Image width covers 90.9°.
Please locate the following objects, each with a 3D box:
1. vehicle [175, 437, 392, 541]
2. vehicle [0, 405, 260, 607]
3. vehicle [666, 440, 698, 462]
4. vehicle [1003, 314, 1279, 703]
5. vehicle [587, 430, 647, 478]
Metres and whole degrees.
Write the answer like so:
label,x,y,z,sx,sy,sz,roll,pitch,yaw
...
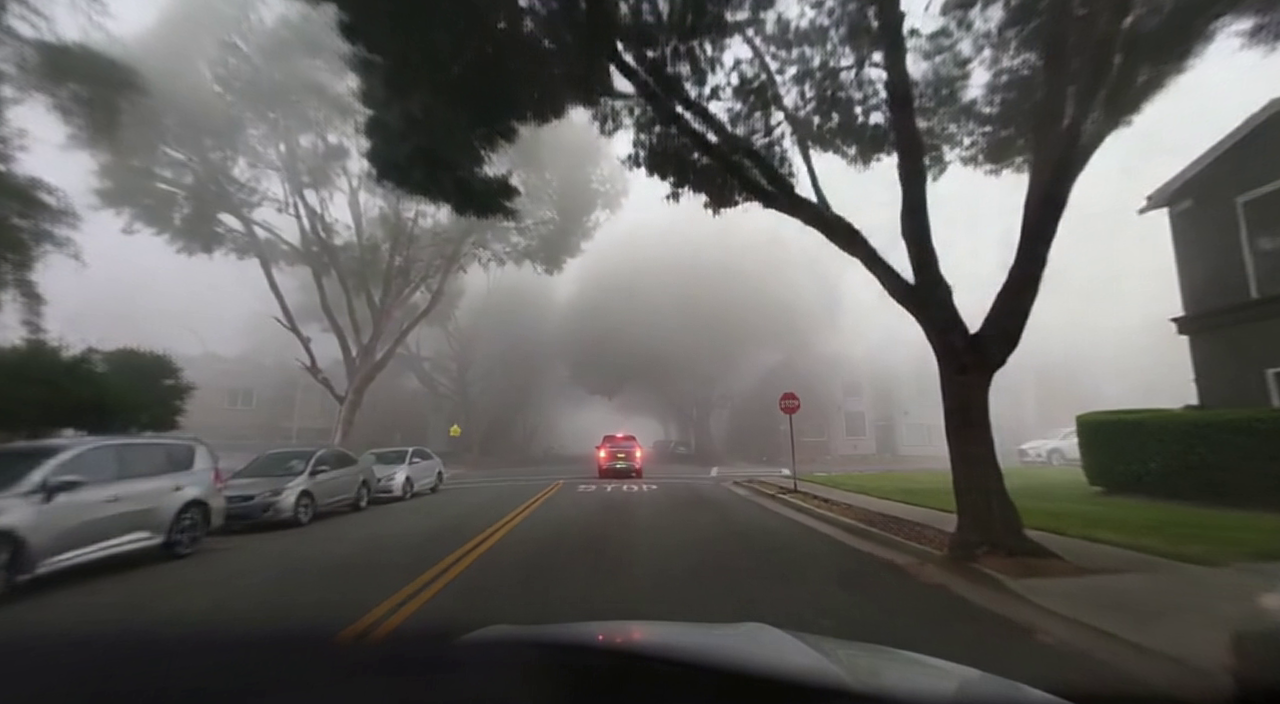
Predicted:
label,x,y,z,sx,sy,sz,roll,pitch,yaw
vehicle,-6.507,2.513,12.185,1.975,1.515,4.179,-3,-9,-3
vehicle,-6.186,1.557,6.434,1.899,1.615,4.624,-7,-8,-3
vehicle,3.145,7.546,48.151,1.987,1.608,3.883,1,-8,-3
vehicle,2.620,0.565,0.385,2.071,1.608,4.547,0,-7,0
vehicle,-0.892,4.017,25.121,2.172,1.722,4.201,0,-8,-2
